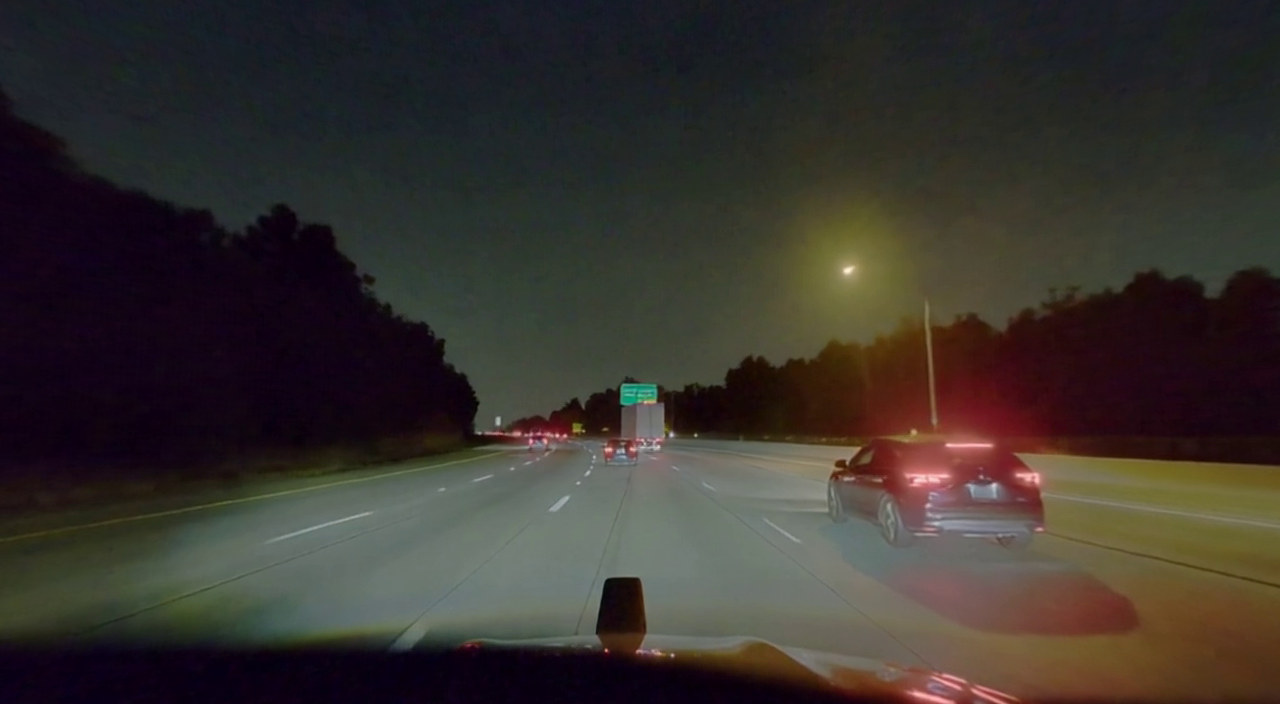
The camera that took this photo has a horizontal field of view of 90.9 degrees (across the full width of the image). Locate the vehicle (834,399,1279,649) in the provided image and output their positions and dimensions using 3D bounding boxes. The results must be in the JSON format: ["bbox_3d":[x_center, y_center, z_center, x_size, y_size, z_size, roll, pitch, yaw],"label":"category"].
[{"bbox_3d":[3.517,1.347,5.972,1.971,1.472,4.301,0,-9,0],"label":"vehicle"}]

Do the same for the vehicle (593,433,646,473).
[{"bbox_3d":[-0.837,4.135,26.020,2.020,1.516,3.951,0,-9,-2],"label":"vehicle"}]

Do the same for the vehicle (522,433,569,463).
[{"bbox_3d":[-5.107,5.271,34.675,2.072,1.512,4.043,0,-9,-2],"label":"vehicle"}]
